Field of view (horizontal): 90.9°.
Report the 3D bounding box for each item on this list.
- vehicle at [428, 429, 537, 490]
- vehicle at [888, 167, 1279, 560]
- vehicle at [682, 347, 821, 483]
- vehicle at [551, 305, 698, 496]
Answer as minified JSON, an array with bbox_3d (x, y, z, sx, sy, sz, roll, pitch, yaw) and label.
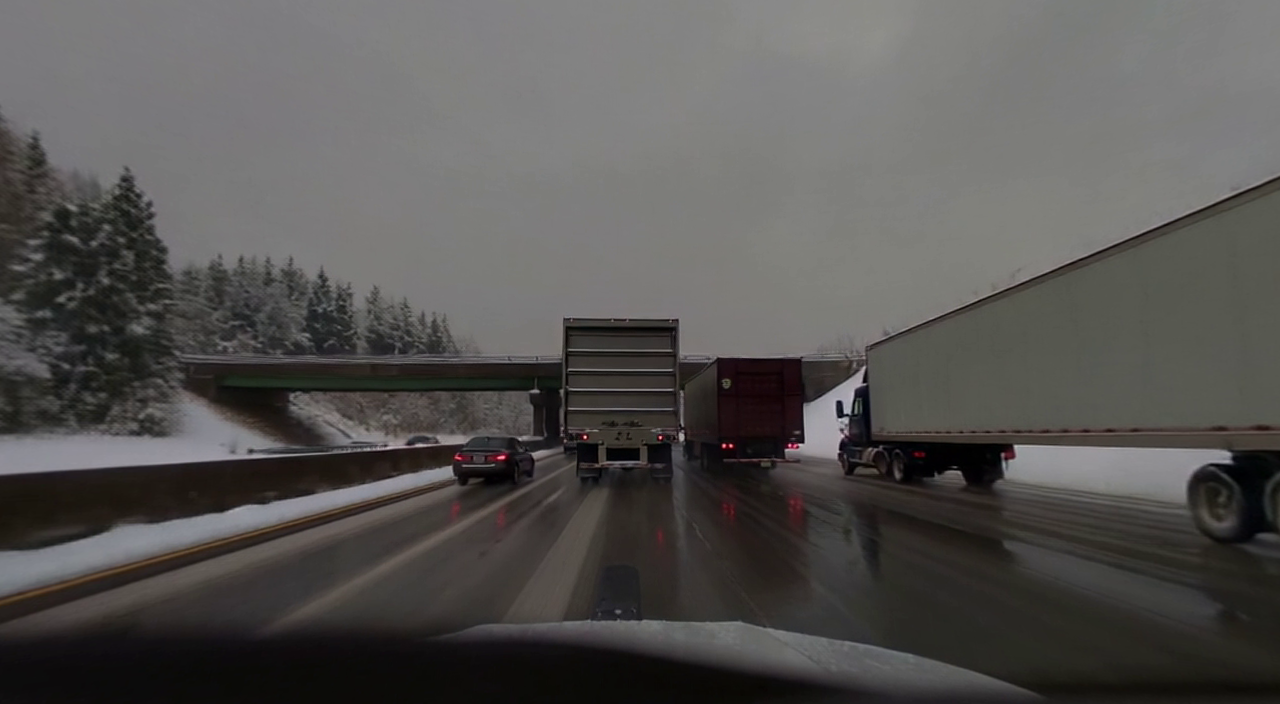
[{"bbox_3d":[-4.163,2.884,17.332,2.049,1.483,3.786,0,-8,0],"label":"vehicle"},{"bbox_3d":[8.209,0.576,10.027,3.000,4.114,13.063,0,-8,-1],"label":"vehicle"},{"bbox_3d":[3.550,2.543,23.701,2.817,3.886,11.491,0,-8,-2],"label":"vehicle"},{"bbox_3d":[-0.536,1.724,18.759,3.090,4.065,10.702,0,-8,-2],"label":"vehicle"}]
